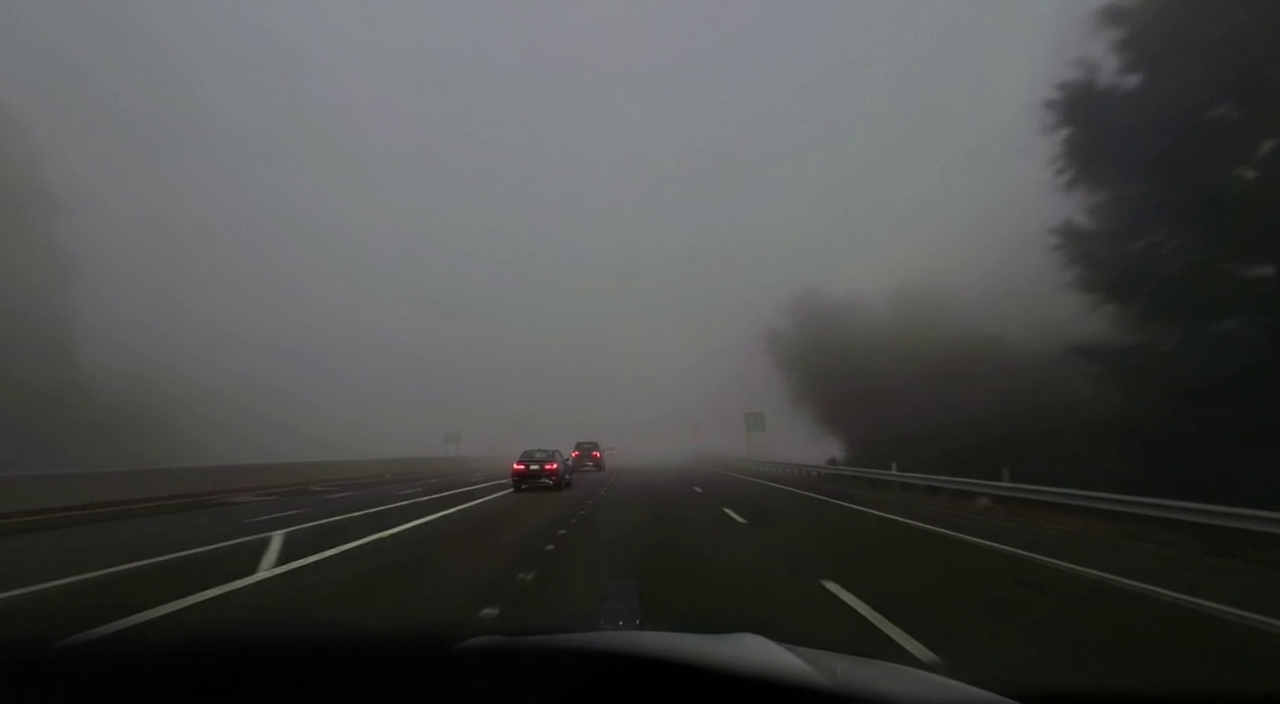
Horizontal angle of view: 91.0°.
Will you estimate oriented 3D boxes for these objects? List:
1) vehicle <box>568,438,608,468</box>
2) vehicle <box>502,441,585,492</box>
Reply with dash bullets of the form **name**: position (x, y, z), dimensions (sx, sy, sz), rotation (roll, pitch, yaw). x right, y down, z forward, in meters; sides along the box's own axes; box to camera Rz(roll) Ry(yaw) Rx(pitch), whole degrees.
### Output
- **vehicle**: position (-3.345, 6.625, 41.306), dimensions (2.177, 1.852, 4.427), rotation (0, -9, 1)
- **vehicle**: position (-3.163, 3.892, 21.729), dimensions (2.044, 1.527, 4.607), rotation (0, -9, 1)
